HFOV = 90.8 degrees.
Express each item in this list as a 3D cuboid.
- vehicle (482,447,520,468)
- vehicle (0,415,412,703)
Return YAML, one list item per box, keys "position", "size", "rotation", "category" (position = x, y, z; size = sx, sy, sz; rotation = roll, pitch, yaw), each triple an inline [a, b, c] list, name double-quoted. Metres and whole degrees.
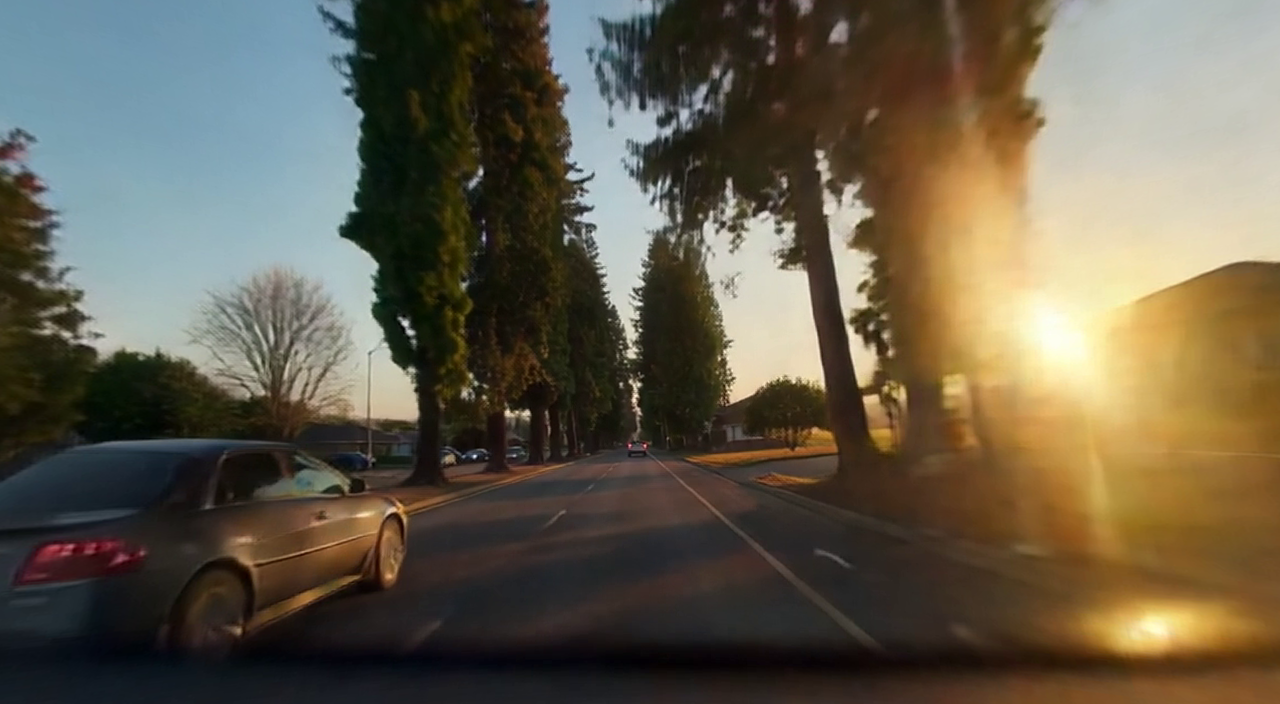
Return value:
- position: [-10.389, 7.915, 47.550]
  size: [1.800, 1.449, 4.260]
  rotation: [-1, -8, 2]
  category: "vehicle"
- position: [-3.318, 1.218, 3.899]
  size: [2.020, 1.478, 4.890]
  rotation: [0, -8, 0]
  category: "vehicle"
